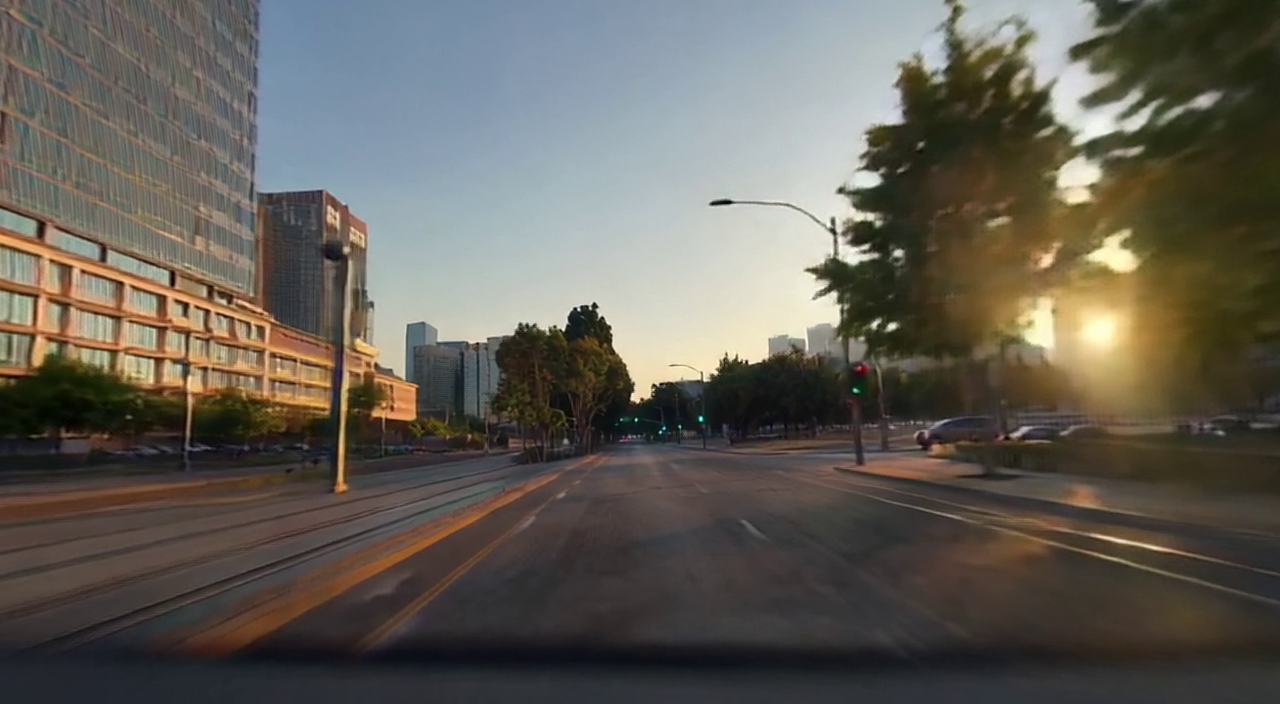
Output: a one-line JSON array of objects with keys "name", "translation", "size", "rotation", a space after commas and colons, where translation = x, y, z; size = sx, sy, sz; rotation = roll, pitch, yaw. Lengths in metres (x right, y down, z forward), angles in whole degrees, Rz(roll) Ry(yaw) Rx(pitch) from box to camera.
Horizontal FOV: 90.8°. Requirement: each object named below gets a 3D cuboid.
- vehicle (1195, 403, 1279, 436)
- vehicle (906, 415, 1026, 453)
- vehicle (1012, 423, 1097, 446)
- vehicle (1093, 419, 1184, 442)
[{"name": "vehicle", "translation": [34.315, 3.789, 35.198], "size": [5.078, 1.697, 1.987], "rotation": [0, -9, -7]}, {"name": "vehicle", "translation": [21.411, 5.350, 41.673], "size": [6.615, 1.967, 2.328], "rotation": [-3, -6, -5]}, {"name": "vehicle", "translation": [28.166, 5.632, 42.977], "size": [4.468, 1.455, 2.006], "rotation": [1, -9, -8]}, {"name": "vehicle", "translation": [34.451, 5.448, 43.700], "size": [4.817, 1.503, 2.002], "rotation": [1, -9, -8]}]
